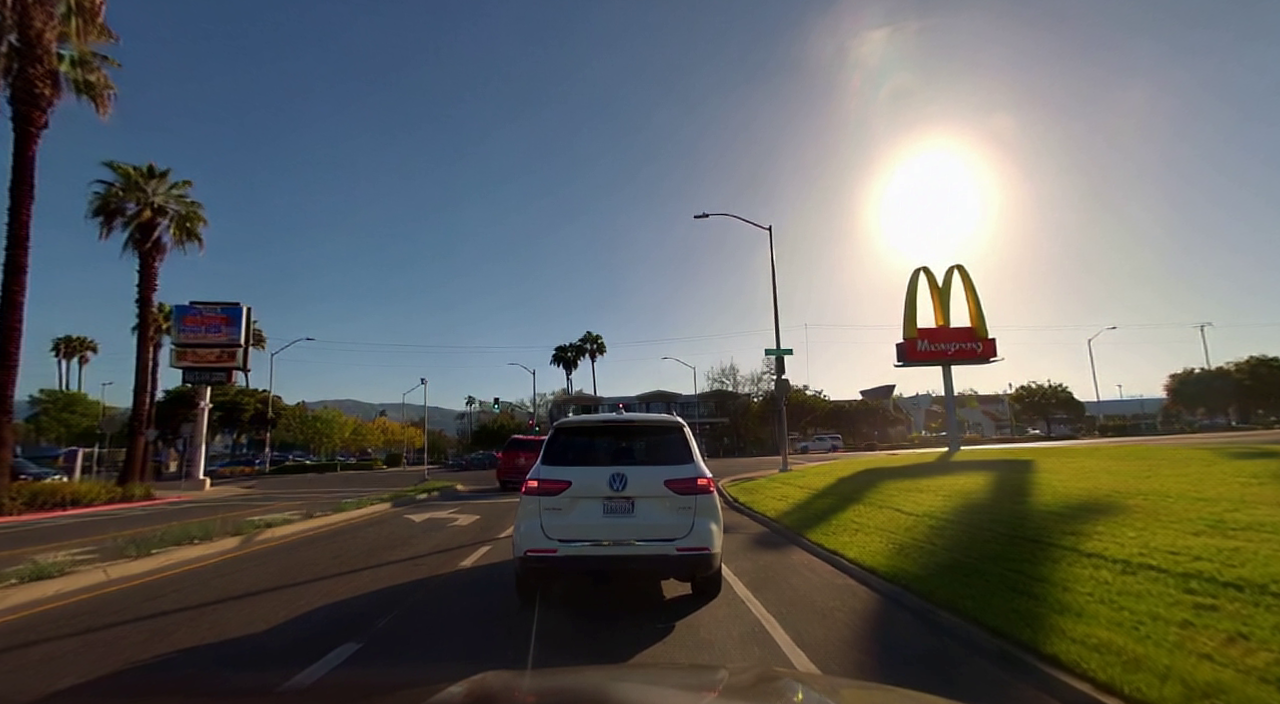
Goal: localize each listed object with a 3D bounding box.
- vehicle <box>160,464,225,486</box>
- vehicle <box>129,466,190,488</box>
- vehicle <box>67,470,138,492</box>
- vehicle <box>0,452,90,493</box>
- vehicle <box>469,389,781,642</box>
[{"bbox_3d":[-33.285,9.173,47.094,1.792,1.439,3.952,-1,-9,3],"label":"vehicle"},{"bbox_3d":[-35.630,9.265,46.951,1.641,1.375,3.640,0,-9,1],"label":"vehicle"},{"bbox_3d":[-39.936,9.578,47.073,1.602,1.400,4.220,0,-9,0],"label":"vehicle"},{"bbox_3d":[-28.051,5.387,28.310,4.584,1.714,2.186,4,-10,-27],"label":"vehicle"},{"bbox_3d":[-0.137,1.413,6.395,2.137,1.728,3.926,0,-9,-1],"label":"vehicle"}]
